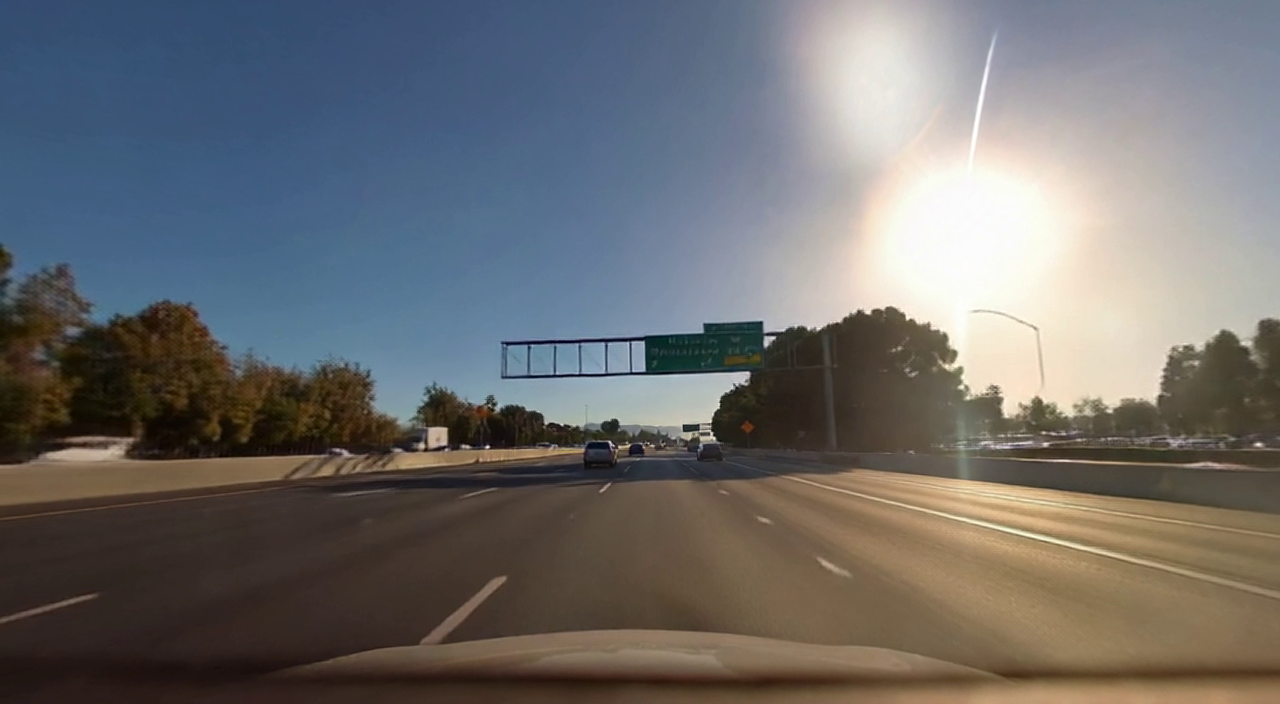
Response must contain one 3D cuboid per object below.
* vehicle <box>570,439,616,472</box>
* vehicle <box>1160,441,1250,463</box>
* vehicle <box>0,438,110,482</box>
[{"bbox_3d":[-2.574,5.834,35.840,2.196,1.733,4.355,0,-8,1],"label":"vehicle"},{"bbox_3d":[39.059,6.935,43.747,1.848,1.440,4.347,1,-8,-10],"label":"vehicle"},{"bbox_3d":[-24.134,4.248,25.110,1.909,1.567,4.674,0,-8,1],"label":"vehicle"}]
